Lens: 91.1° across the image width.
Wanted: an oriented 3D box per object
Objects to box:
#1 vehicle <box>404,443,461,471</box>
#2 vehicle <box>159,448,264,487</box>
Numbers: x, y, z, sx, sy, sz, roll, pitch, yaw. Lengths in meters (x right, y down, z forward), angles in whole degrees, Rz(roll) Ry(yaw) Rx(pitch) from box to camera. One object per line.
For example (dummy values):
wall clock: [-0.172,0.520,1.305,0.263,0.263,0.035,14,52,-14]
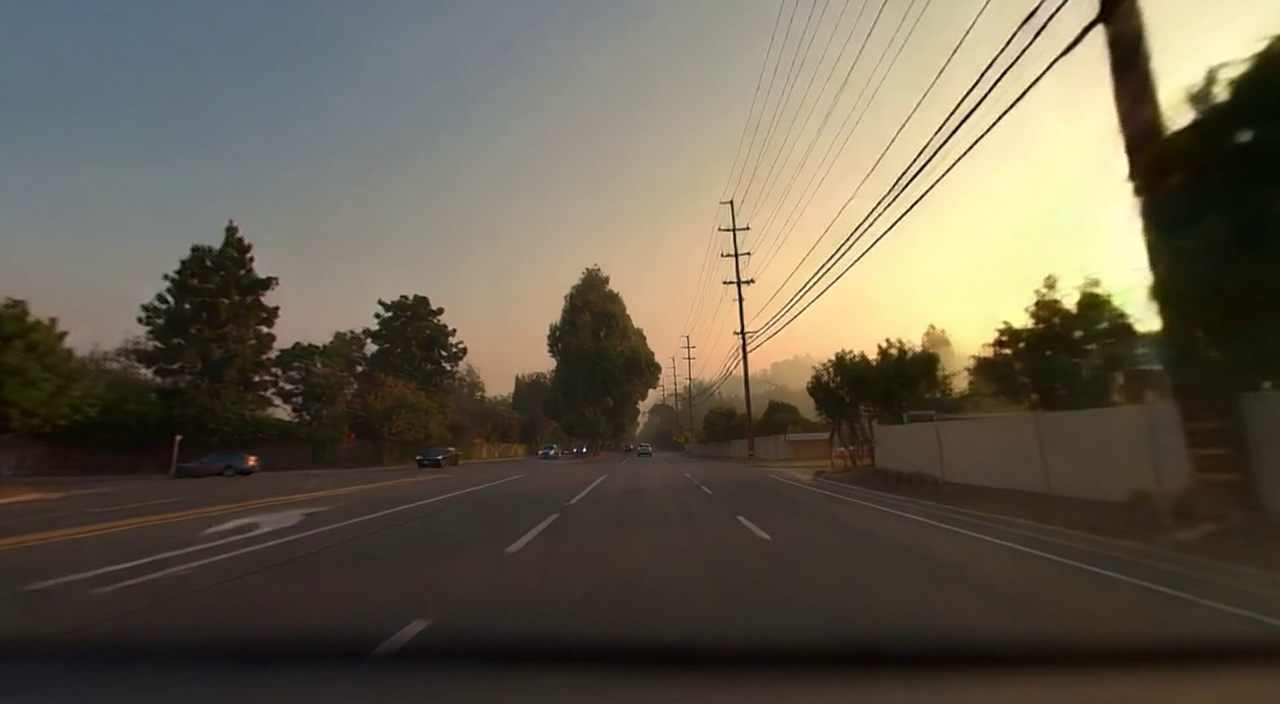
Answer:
vehicle: [-13.355,6.780,40.754,2.120,1.696,4.403,0,-8,1]
vehicle: [-21.693,5.787,31.804,4.600,1.809,2.153,-3,-9,23]
